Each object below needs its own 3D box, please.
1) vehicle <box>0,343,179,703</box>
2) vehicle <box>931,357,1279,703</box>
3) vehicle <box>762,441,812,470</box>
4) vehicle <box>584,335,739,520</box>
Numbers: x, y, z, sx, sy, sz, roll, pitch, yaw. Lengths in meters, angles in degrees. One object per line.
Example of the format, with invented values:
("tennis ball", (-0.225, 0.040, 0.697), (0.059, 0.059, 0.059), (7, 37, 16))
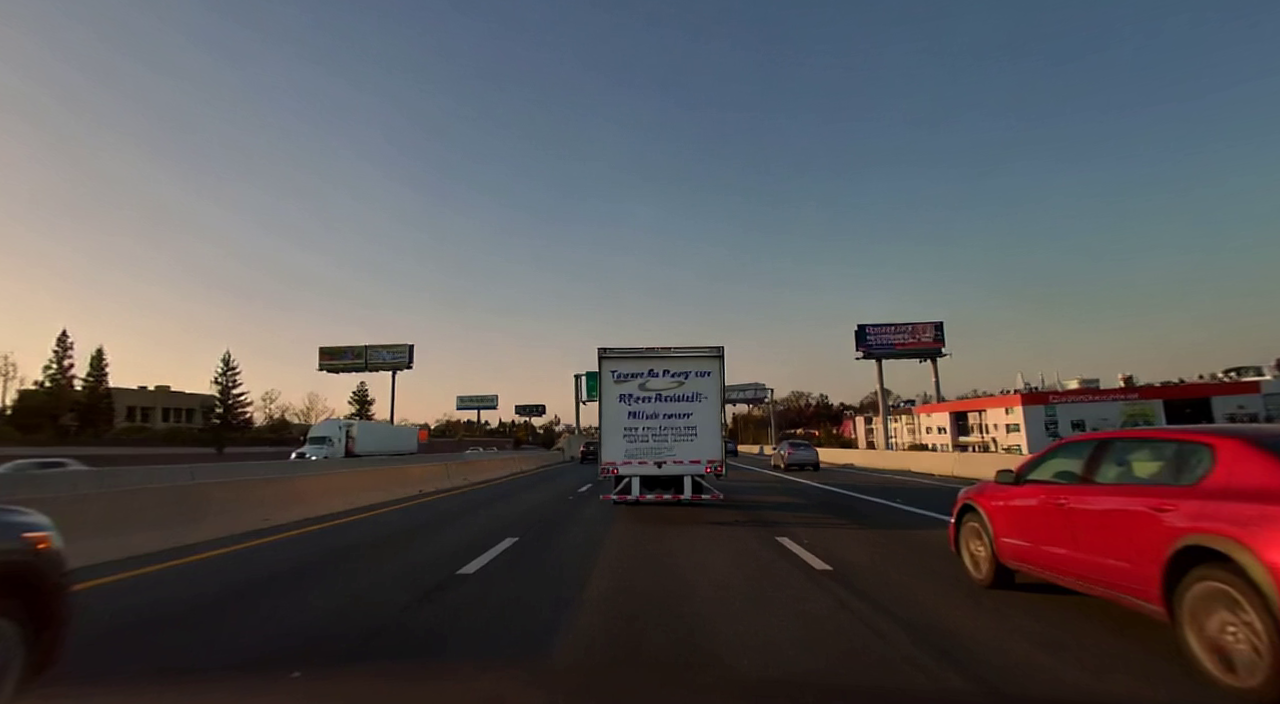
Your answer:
("vehicle", (-3.799, 0.663, 1.403), (2.030, 1.757, 4.509), (0, -8, 1))
("vehicle", (3.851, 1.033, 3.877), (2.066, 1.692, 4.339), (0, -8, 1))
("vehicle", (8.102, 5.707, 35.022), (1.931, 1.495, 3.889), (0, -8, 1))
("vehicle", (0.574, 1.951, 15.637), (2.733, 3.296, 8.571), (-1, -8, 3))
